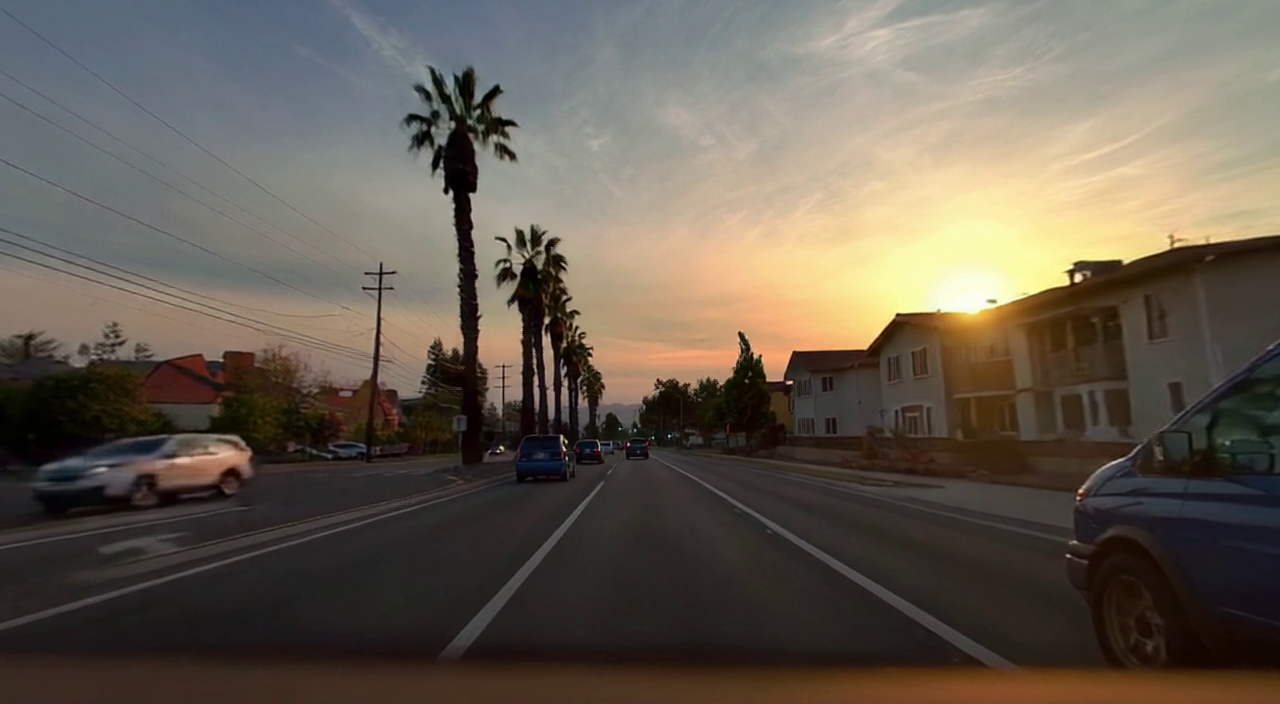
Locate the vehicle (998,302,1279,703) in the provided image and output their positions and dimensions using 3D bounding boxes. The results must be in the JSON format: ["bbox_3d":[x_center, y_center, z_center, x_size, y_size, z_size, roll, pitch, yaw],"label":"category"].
[{"bbox_3d":[3.744,0.689,2.100,2.234,1.912,4.847,0,-9,0],"label":"vehicle"}]

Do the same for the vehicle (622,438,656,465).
[{"bbox_3d":[-0.119,6.948,44.315,2.191,1.761,3.857,0,-9,-2],"label":"vehicle"}]

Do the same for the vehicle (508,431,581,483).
[{"bbox_3d":[-3.370,3.806,23.080,1.967,1.703,4.157,0,-9,0],"label":"vehicle"}]

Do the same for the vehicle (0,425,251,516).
[{"bbox_3d":[-11.787,2.682,14.848,2.242,1.770,4.782,0,-9,0],"label":"vehicle"}]

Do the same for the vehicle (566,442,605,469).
[{"bbox_3d":[-2.982,5.771,35.409,1.869,1.454,4.142,0,-9,-1],"label":"vehicle"}]
